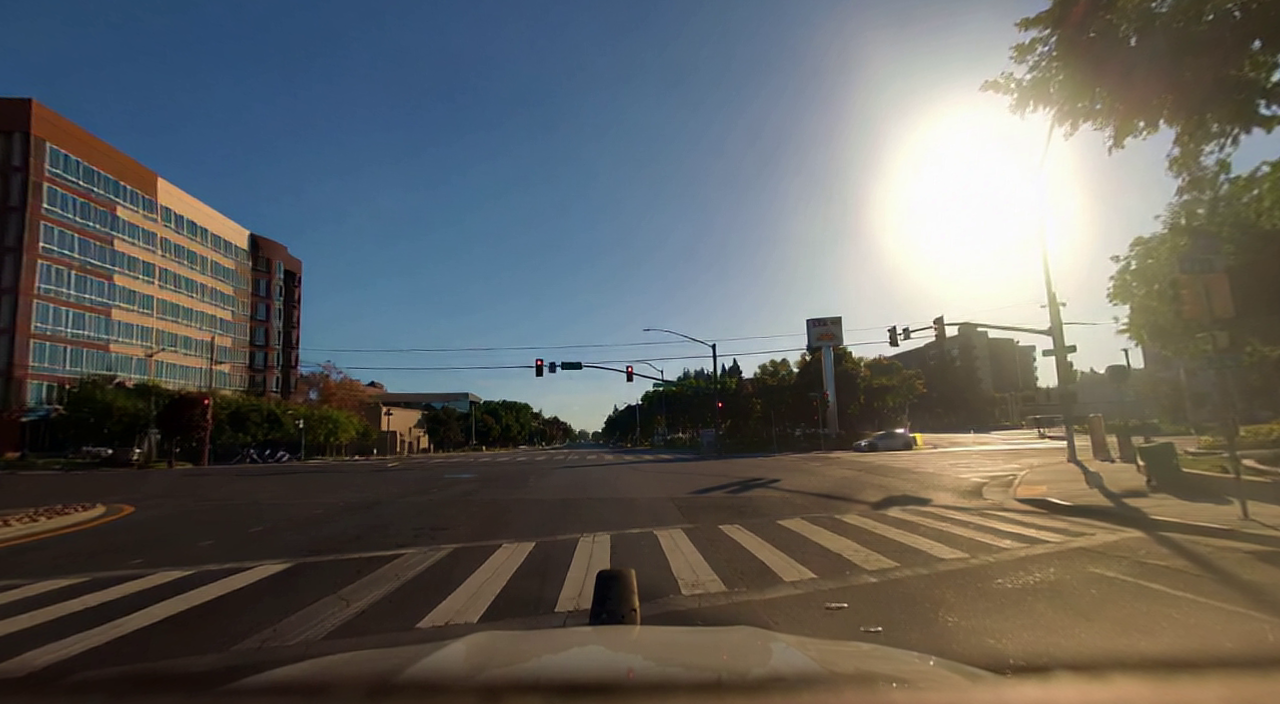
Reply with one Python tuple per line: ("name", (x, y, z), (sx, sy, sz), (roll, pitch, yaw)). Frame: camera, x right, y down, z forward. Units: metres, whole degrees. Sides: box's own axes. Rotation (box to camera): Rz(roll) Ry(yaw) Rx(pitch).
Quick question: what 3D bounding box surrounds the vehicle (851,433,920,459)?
("vehicle", (17.612, 6.735, 45.267), (4.600, 1.783, 1.970), (4, -10, -26))
